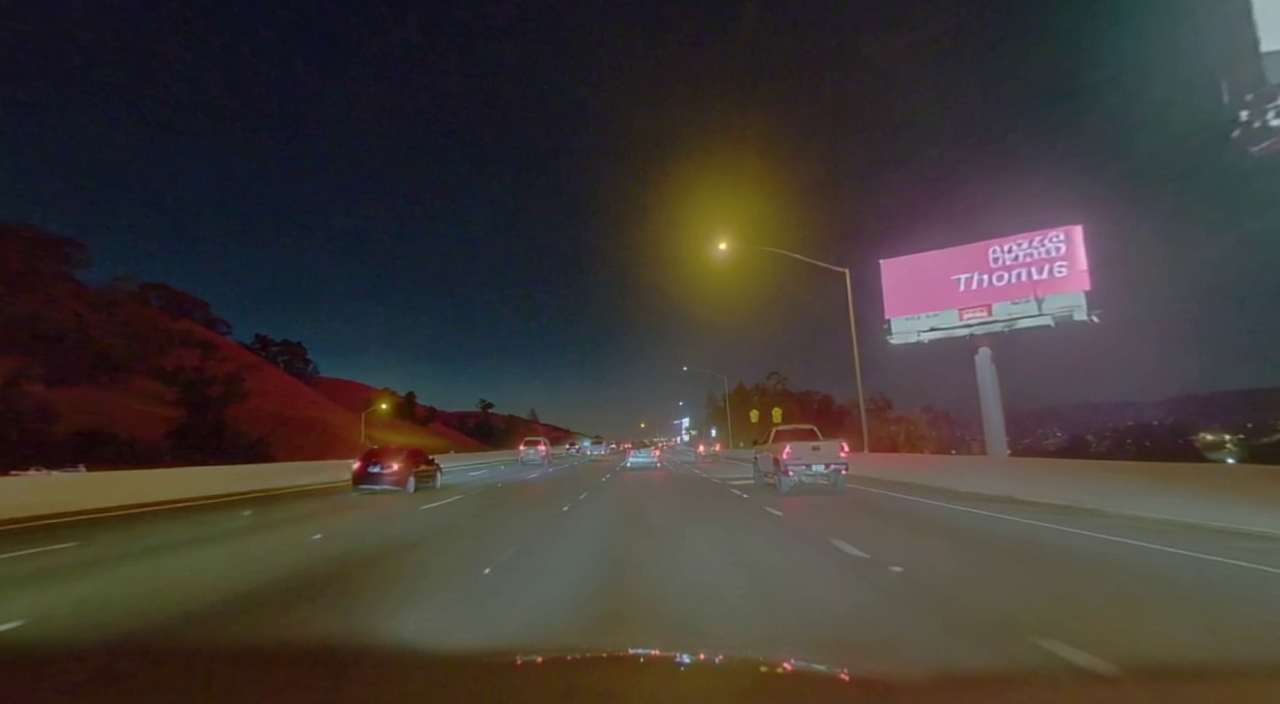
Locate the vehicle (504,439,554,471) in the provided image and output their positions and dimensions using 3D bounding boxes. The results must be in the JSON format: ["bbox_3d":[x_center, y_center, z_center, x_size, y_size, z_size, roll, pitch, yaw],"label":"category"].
[{"bbox_3d":[-6.735,6.304,38.894,2.160,1.799,5.001,0,-8,0],"label":"vehicle"}]

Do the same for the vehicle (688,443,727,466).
[{"bbox_3d":[4.450,6.856,42.282,1.998,1.456,4.338,0,-8,-2],"label":"vehicle"}]

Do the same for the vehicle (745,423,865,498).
[{"bbox_3d":[4.511,3.049,18.119,2.029,1.859,4.669,0,-8,-2],"label":"vehicle"}]

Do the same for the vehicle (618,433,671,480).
[{"bbox_3d":[0.159,4.366,26.579,2.052,1.808,3.898,0,-8,-1],"label":"vehicle"}]

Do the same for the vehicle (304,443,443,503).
[{"bbox_3d":[-7.502,3.416,18.388,1.916,1.482,4.908,0,-8,0],"label":"vehicle"}]
